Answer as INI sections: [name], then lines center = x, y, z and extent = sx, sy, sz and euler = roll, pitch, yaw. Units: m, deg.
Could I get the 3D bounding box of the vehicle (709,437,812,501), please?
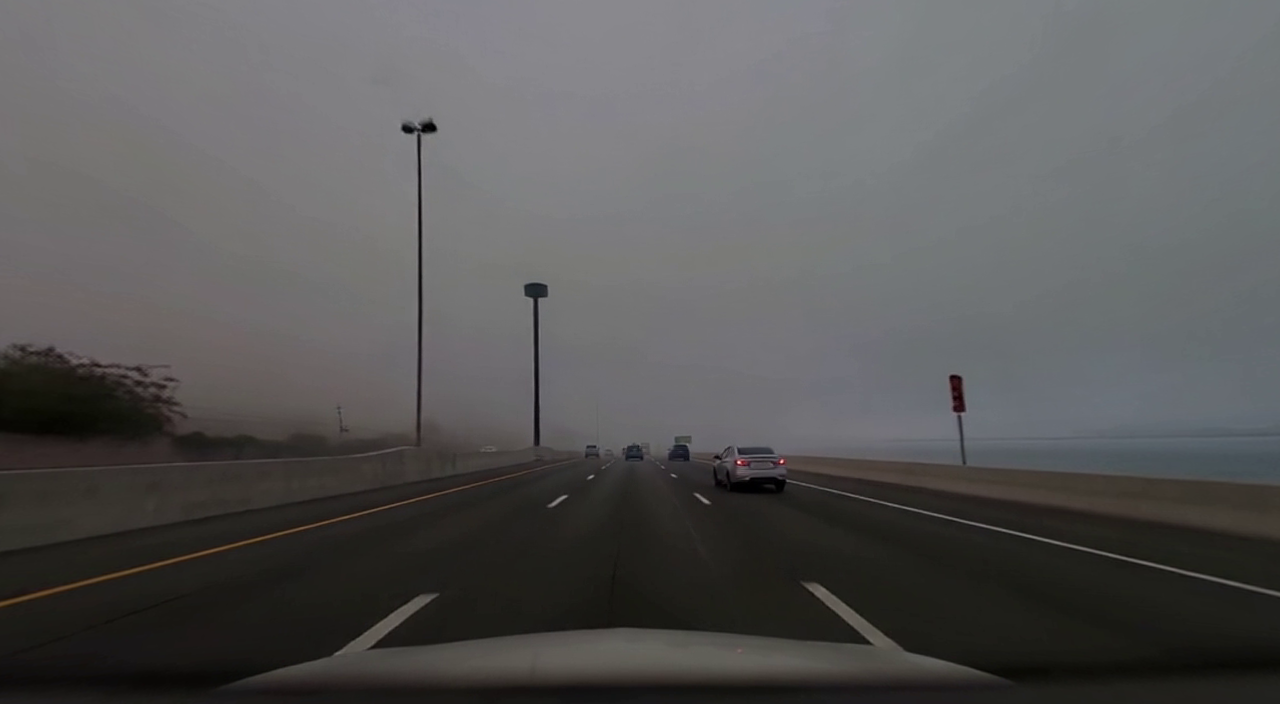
[vehicle]
center = 3.117, 3.109, 17.272
extent = 1.890, 1.490, 4.373
euler = 0, -8, -1
